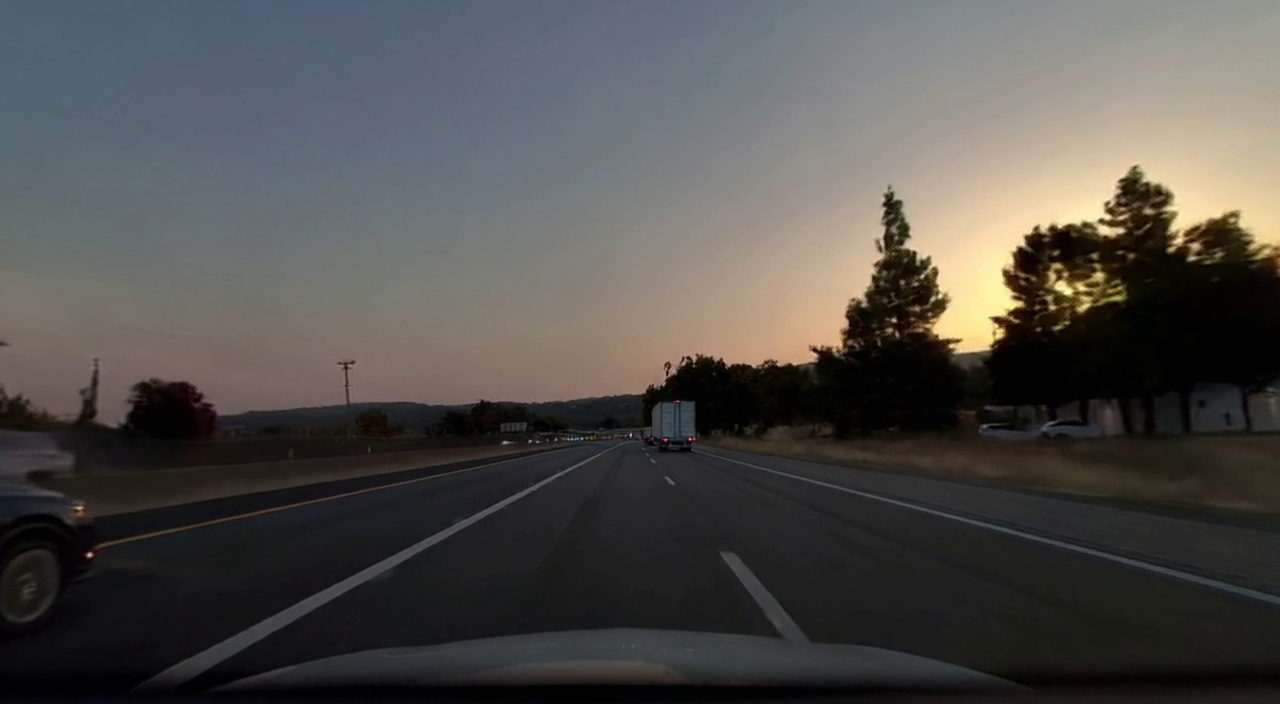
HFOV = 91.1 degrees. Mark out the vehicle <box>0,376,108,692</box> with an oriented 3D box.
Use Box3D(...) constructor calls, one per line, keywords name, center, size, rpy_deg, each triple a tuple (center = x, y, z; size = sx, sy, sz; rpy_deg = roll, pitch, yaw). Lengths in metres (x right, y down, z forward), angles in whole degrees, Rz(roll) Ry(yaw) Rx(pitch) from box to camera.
Box3D(name="vehicle", center=(-4.287, 0.725, 1.705), size=(2.044, 1.604, 4.144), rpy_deg=(0, -8, -1))
